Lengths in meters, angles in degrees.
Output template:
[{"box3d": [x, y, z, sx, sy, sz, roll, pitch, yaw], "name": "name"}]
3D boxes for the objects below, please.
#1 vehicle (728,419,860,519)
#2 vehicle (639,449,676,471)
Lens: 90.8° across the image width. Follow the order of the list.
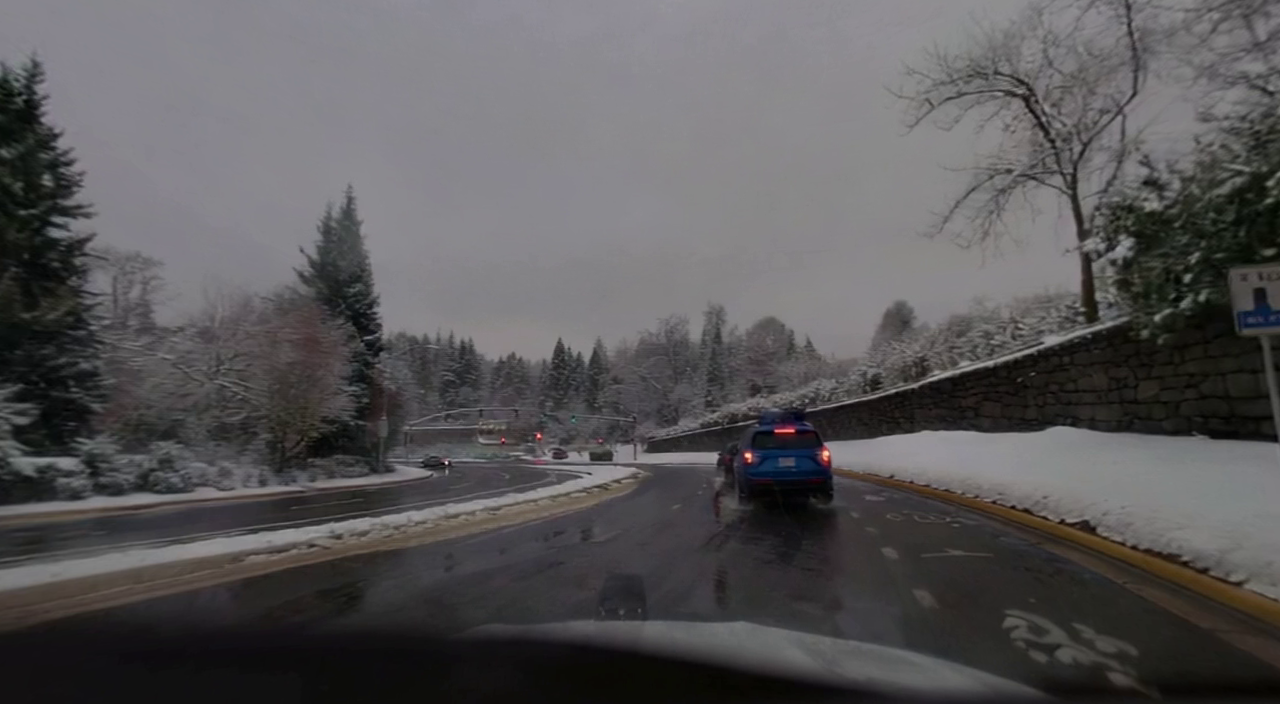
[{"box3d": [3.127, 2.411, 13.546, 2.287, 1.762, 4.269, -1, -8, 10], "name": "vehicle"}, {"box3d": [1.189, 7.597, 44.679, 2.023, 1.474, 4.286, 1, -8, -7], "name": "vehicle"}]
